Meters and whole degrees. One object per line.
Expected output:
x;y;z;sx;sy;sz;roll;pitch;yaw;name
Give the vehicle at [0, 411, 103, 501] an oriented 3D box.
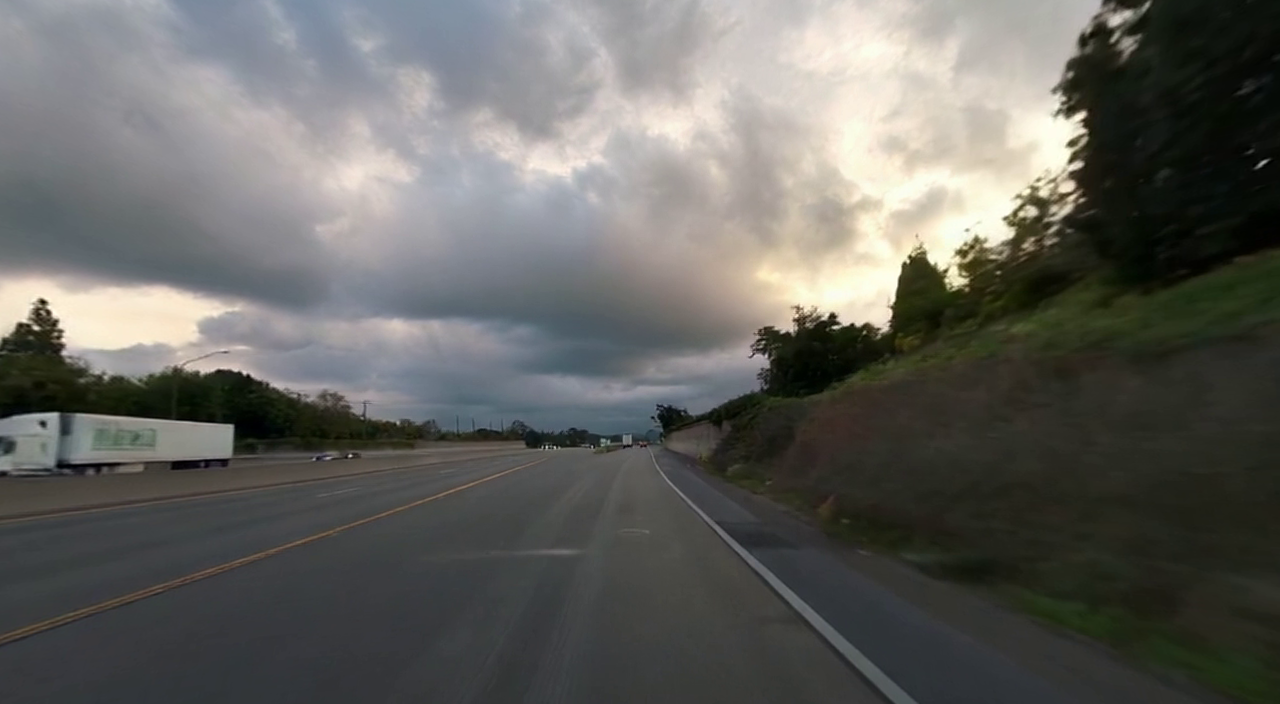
-29.683;4.955;30.335;2.942;3.911;5.799;0;-8;-9;vehicle
